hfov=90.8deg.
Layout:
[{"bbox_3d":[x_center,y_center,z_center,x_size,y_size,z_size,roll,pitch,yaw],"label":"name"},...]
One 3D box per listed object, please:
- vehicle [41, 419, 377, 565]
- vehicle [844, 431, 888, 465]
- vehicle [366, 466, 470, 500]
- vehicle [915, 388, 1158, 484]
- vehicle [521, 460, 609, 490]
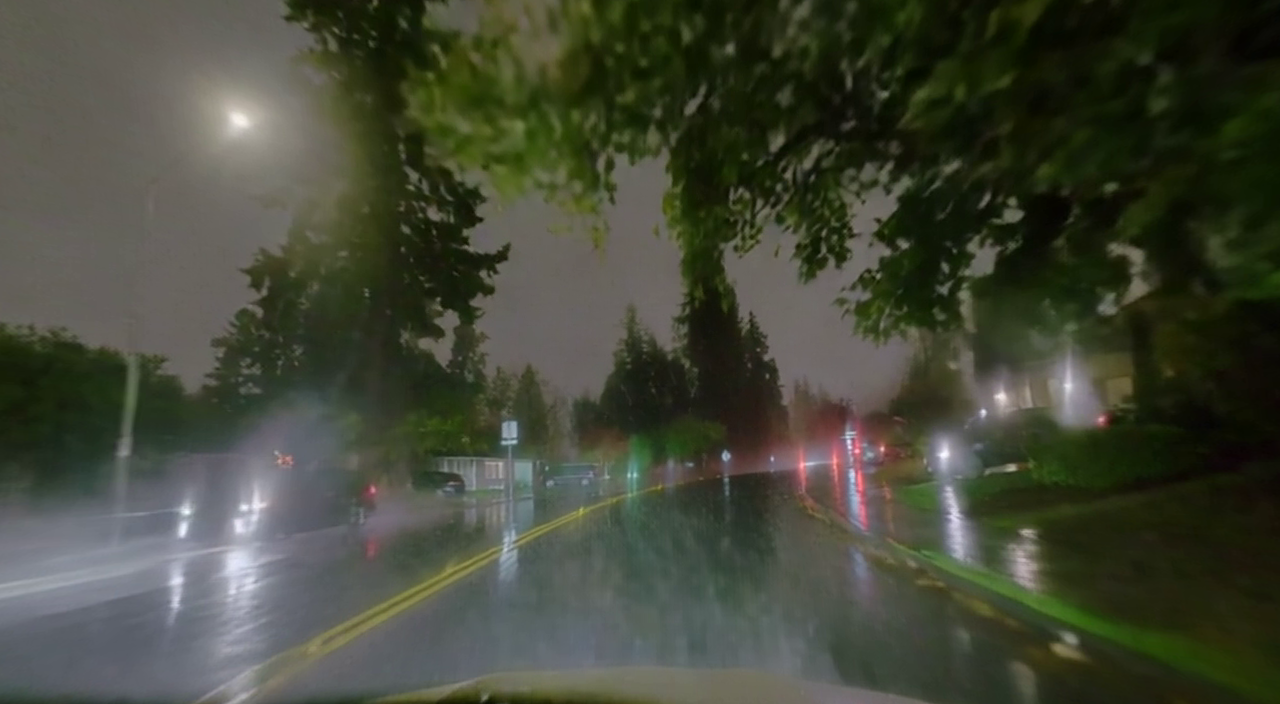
[{"bbox_3d":[-6.251,2.414,9.982,1.963,1.539,4.210,-3,-22,6],"label":"vehicle"},{"bbox_3d":[13.701,5.801,38.505,2.163,1.885,4.804,-3,-8,16],"label":"vehicle"},{"bbox_3d":[-10.307,6.095,29.524,4.175,1.492,1.845,0,-10,0],"label":"vehicle"},{"bbox_3d":[10.160,2.232,16.540,4.740,1.638,2.018,-4,-24,-1],"label":"vehicle"},{"bbox_3d":[-5.140,8.549,43.884,5.643,1.759,2.110,-2,-19,9],"label":"vehicle"}]
